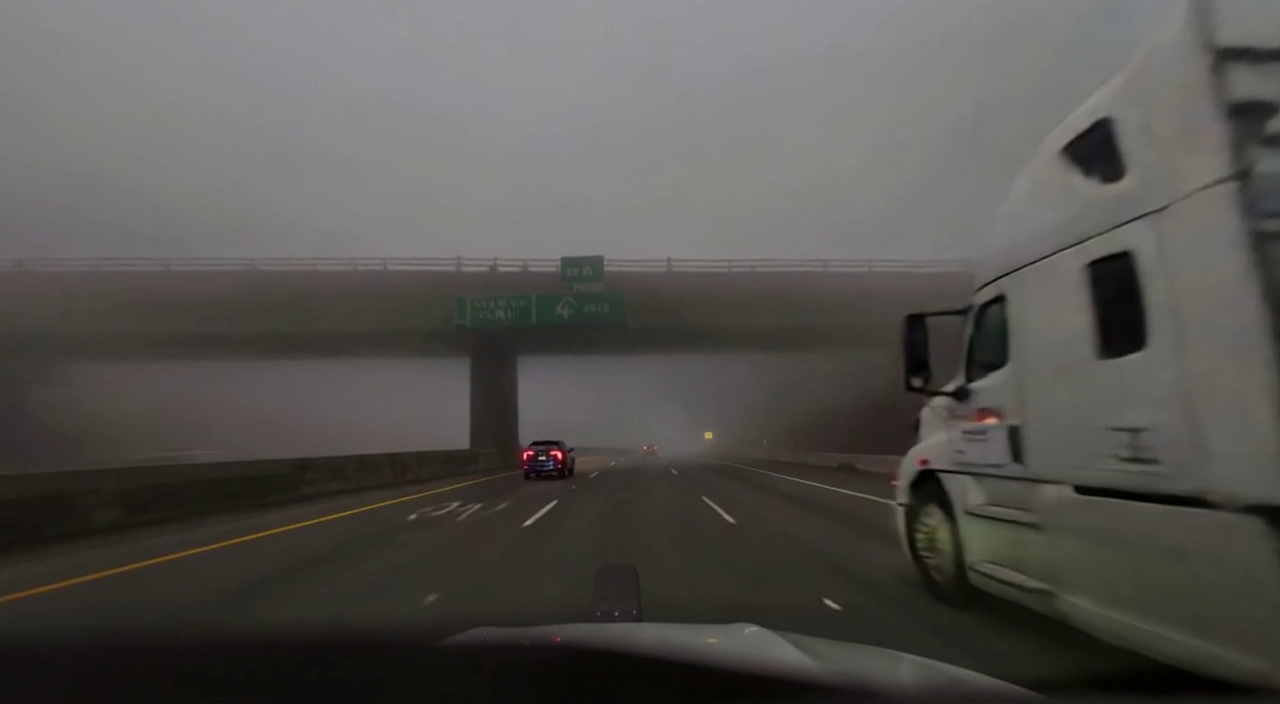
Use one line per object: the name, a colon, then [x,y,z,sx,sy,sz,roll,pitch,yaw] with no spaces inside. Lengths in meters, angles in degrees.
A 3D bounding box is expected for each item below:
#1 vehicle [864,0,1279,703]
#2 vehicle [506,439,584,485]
vehicle: [3.716,0.033,3.778,3.188,3.556,3.732,0,-8,-1]
vehicle: [-3.486,4.135,24.046,2.276,1.551,4.484,0,-8,1]
